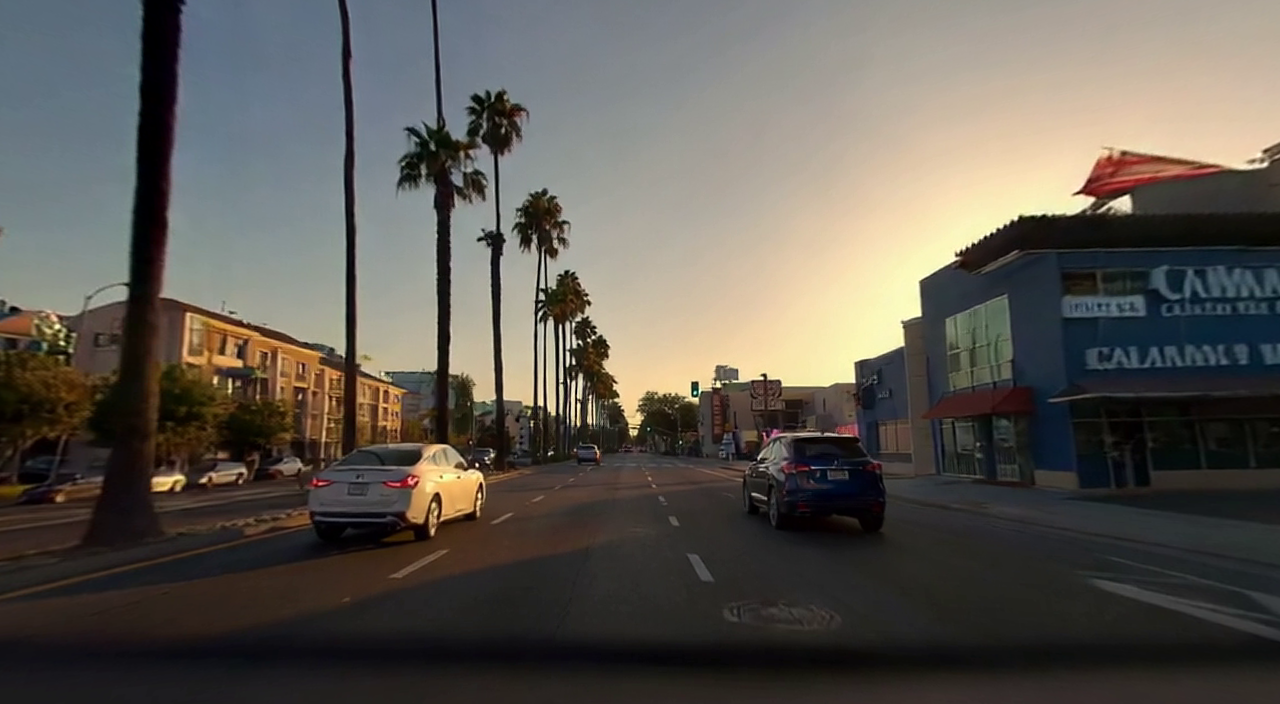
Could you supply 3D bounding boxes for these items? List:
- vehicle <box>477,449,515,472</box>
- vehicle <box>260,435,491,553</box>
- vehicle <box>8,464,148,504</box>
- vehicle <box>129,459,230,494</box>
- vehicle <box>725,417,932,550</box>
[{"bbox_3d":[-9.997,7.519,44.142,1.970,1.482,4.778,1,-9,-5],"label":"vehicle"},{"bbox_3d":[-3.902,2.153,10.235,2.034,1.498,3.995,0,-9,-1],"label":"vehicle"},{"bbox_3d":[-23.565,5.518,26.763,1.876,1.459,4.411,0,-9,0],"label":"vehicle"},{"bbox_3d":[-23.513,6.361,32.500,1.926,1.483,4.349,-2,-9,0],"label":"vehicle"},{"bbox_3d":[2.750,2.050,10.434,1.982,1.711,4.276,0,-9,-2],"label":"vehicle"}]
